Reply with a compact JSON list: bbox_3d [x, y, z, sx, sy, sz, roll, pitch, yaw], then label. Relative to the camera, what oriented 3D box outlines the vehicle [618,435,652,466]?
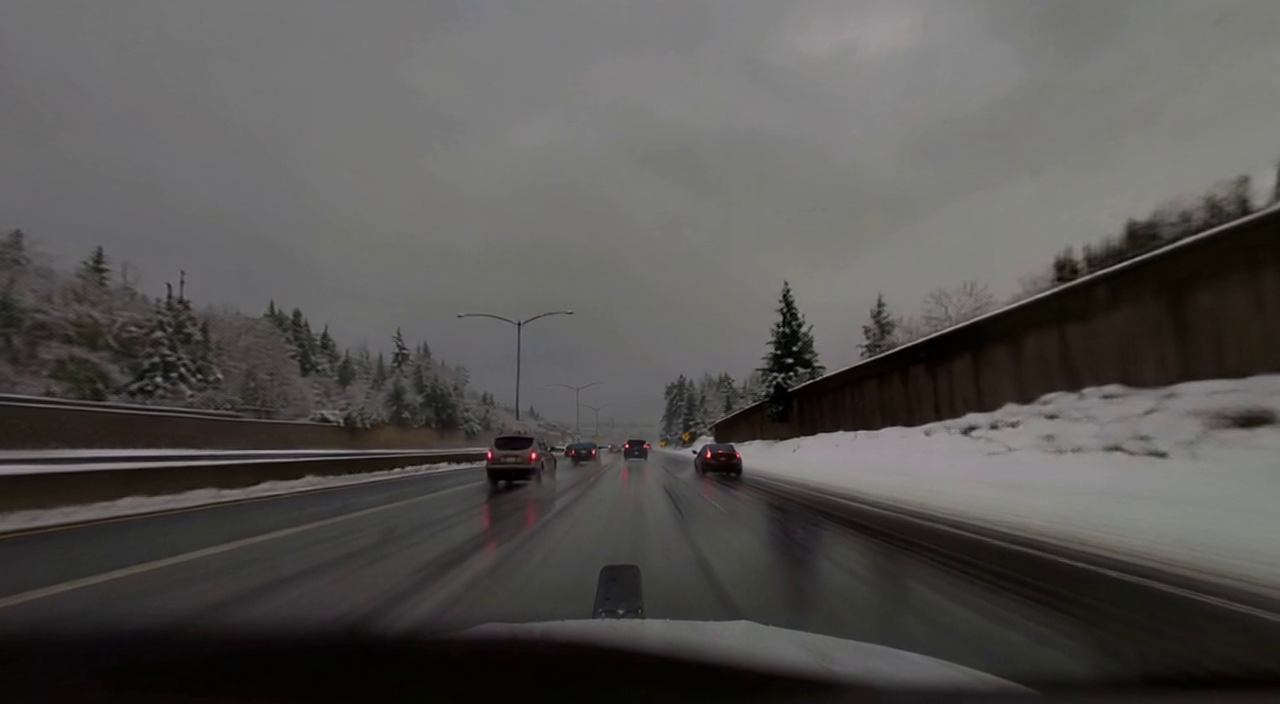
[{"bbox_3d":[-0.347,7.566,48.589,2.485,2.215,5.199,0,-9,1],"label":"vehicle"}]

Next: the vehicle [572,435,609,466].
[{"bbox_3d":[-3.589,7.320,46.864,2.378,2.214,4.352,0,-9,0],"label":"vehicle"}]

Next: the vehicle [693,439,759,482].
[{"bbox_3d":[3.689,4.767,27.962,2.224,1.752,4.487,0,-9,-1],"label":"vehicle"}]

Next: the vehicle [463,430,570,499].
[{"bbox_3d":[-3.627,3.425,19.696,2.184,1.819,5.441,0,-9,1],"label":"vehicle"}]
